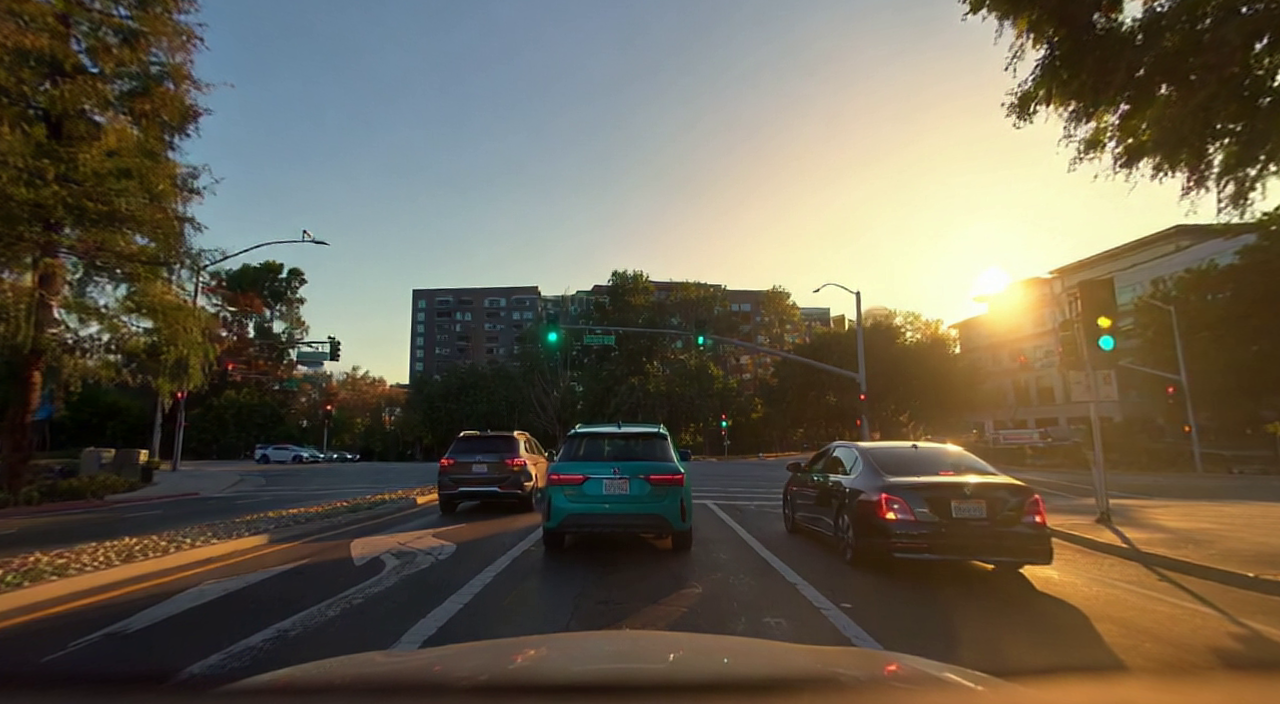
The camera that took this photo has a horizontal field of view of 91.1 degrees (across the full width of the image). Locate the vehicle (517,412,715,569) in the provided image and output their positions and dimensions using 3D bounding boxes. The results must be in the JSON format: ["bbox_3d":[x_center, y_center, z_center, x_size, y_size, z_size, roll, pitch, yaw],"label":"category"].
[{"bbox_3d":[-0.239,1.792,8.883,2.108,1.654,4.235,0,-8,0],"label":"vehicle"}]

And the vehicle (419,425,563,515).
[{"bbox_3d":[-3.013,2.486,13.699,1.987,1.633,4.005,0,-8,3],"label":"vehicle"}]

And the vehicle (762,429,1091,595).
[{"bbox_3d":[3.020,1.777,7.957,2.056,1.468,4.520,0,-8,0],"label":"vehicle"}]
